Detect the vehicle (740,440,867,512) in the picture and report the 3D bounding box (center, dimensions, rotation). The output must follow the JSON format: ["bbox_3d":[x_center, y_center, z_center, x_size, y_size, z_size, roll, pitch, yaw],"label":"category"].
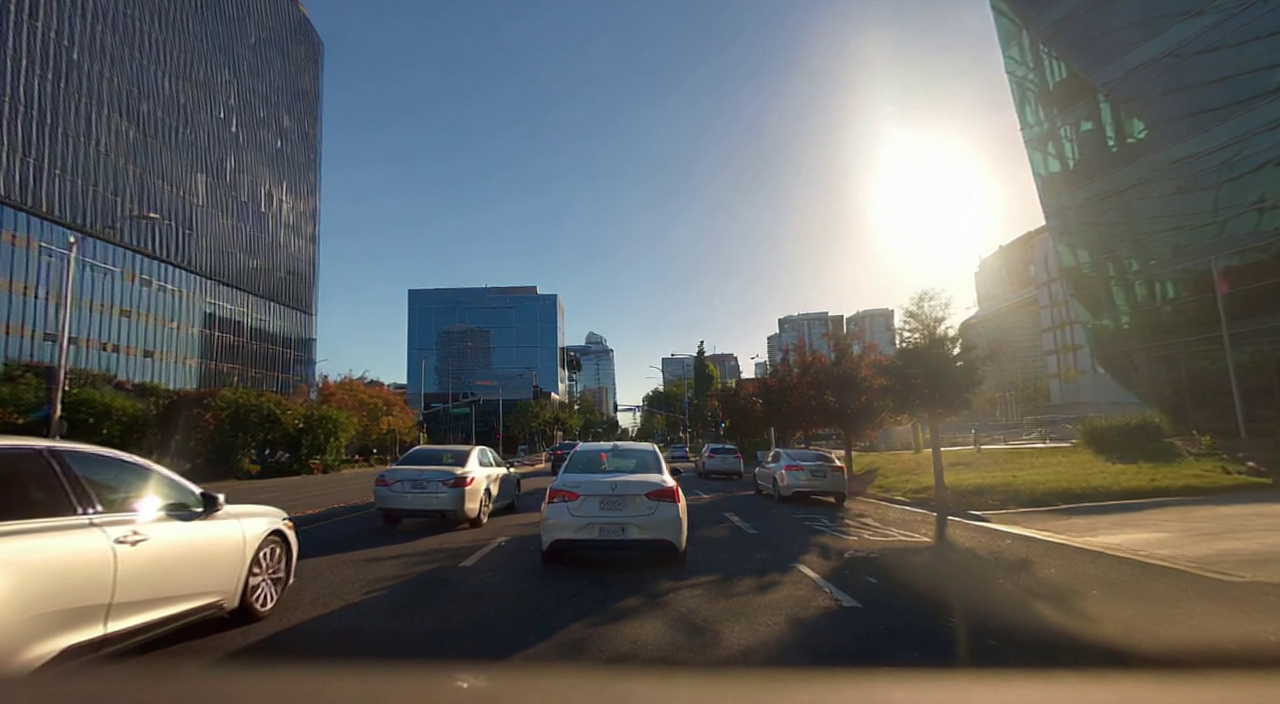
[{"bbox_3d":[3.847,2.982,15.653,1.940,1.514,4.187,0,-9,-1],"label":"vehicle"}]

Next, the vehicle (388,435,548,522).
[{"bbox_3d":[-3.336,2.544,13.262,2.044,1.508,4.479,0,-9,1],"label":"vehicle"}]

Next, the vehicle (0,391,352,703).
[{"bbox_3d":[-3.555,1.073,3.534,1.933,1.520,4.195,0,-9,-1],"label":"vehicle"}]

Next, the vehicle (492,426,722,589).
[{"bbox_3d":[-0.252,1.797,8.190,2.174,1.509,4.374,0,-9,2],"label":"vehicle"}]
